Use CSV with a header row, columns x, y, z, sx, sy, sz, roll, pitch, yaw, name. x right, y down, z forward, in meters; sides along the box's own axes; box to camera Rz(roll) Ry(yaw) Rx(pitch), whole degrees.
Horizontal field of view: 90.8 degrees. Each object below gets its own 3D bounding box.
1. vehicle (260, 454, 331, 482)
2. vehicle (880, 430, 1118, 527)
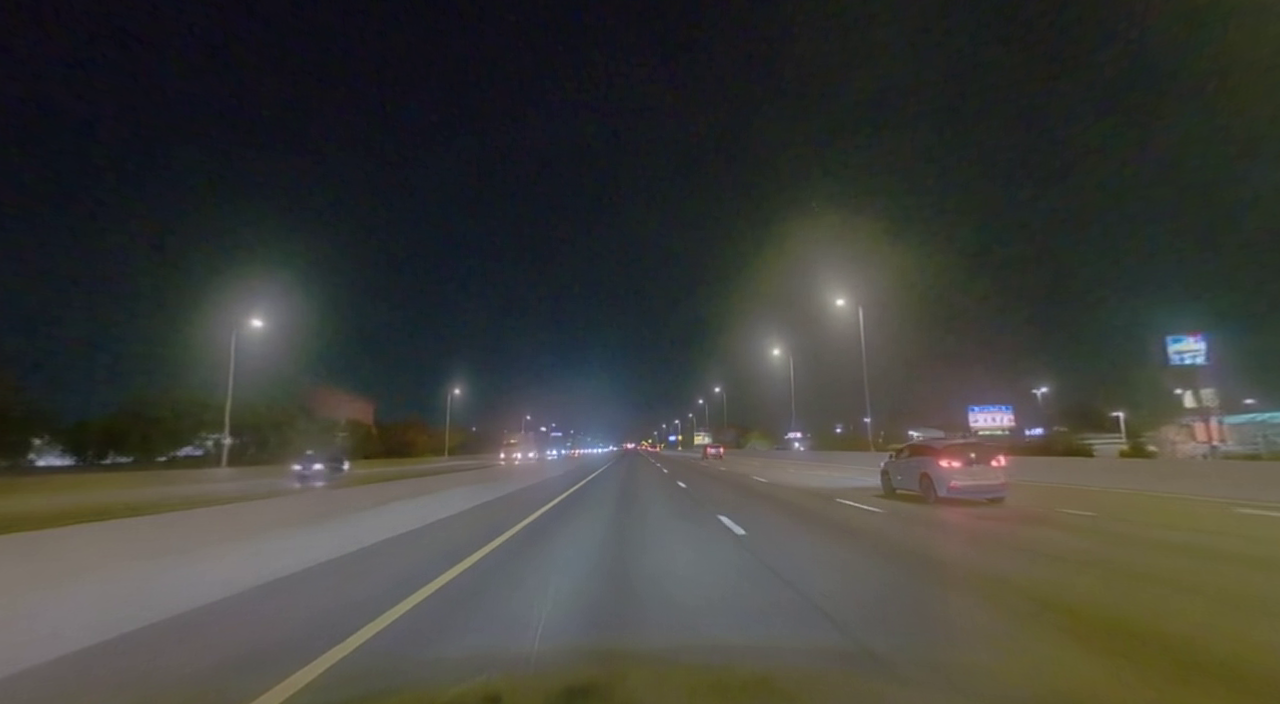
x,y,z,sx,sy,sz,roll,pitch,yaw,name
-20.723,6.977,38.180,1.832,1.504,4.322,0,-9,0,vehicle
6.745,2.405,12.647,1.901,1.548,4.684,0,-9,-1,vehicle
